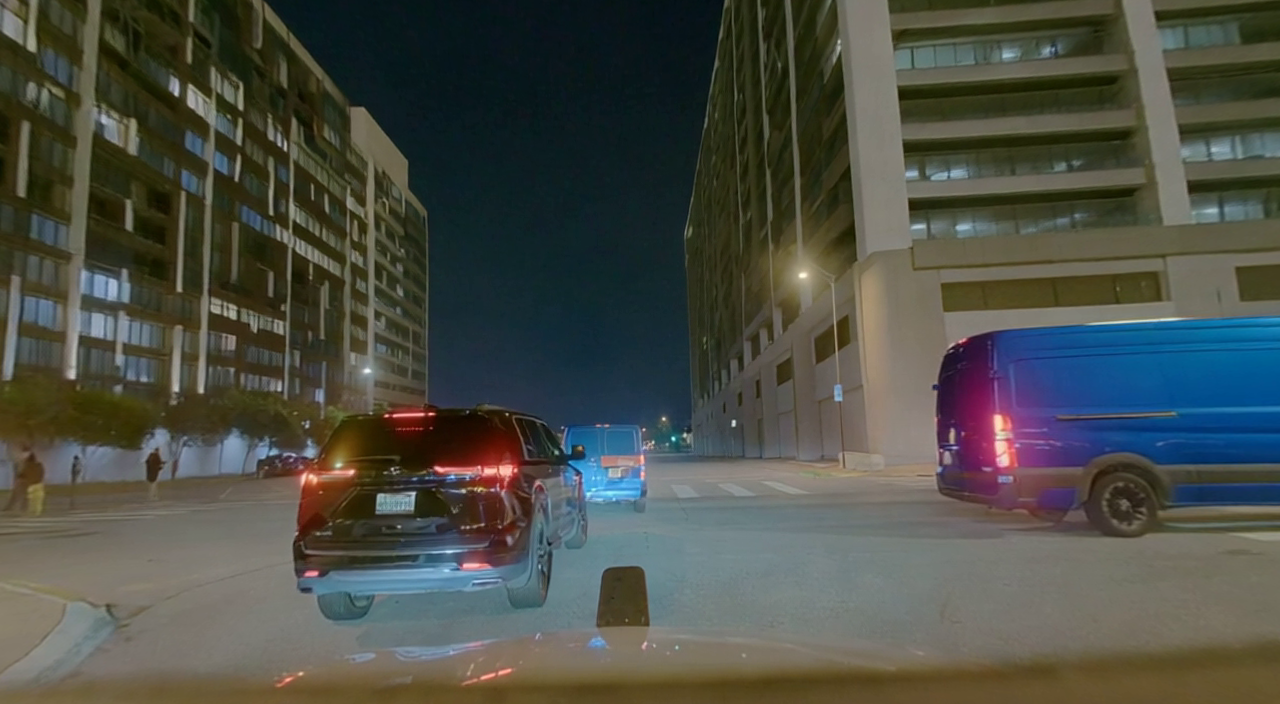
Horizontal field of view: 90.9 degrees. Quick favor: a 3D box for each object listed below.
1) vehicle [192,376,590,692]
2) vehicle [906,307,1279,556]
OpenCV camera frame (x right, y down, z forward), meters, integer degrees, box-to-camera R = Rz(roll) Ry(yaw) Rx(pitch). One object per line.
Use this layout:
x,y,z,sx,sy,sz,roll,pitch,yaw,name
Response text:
-1.641,1.318,5.714,2.144,1.733,4.115,1,-9,-7,vehicle
7.537,1.025,8.215,6.932,2.753,2.446,0,-9,1,vehicle
